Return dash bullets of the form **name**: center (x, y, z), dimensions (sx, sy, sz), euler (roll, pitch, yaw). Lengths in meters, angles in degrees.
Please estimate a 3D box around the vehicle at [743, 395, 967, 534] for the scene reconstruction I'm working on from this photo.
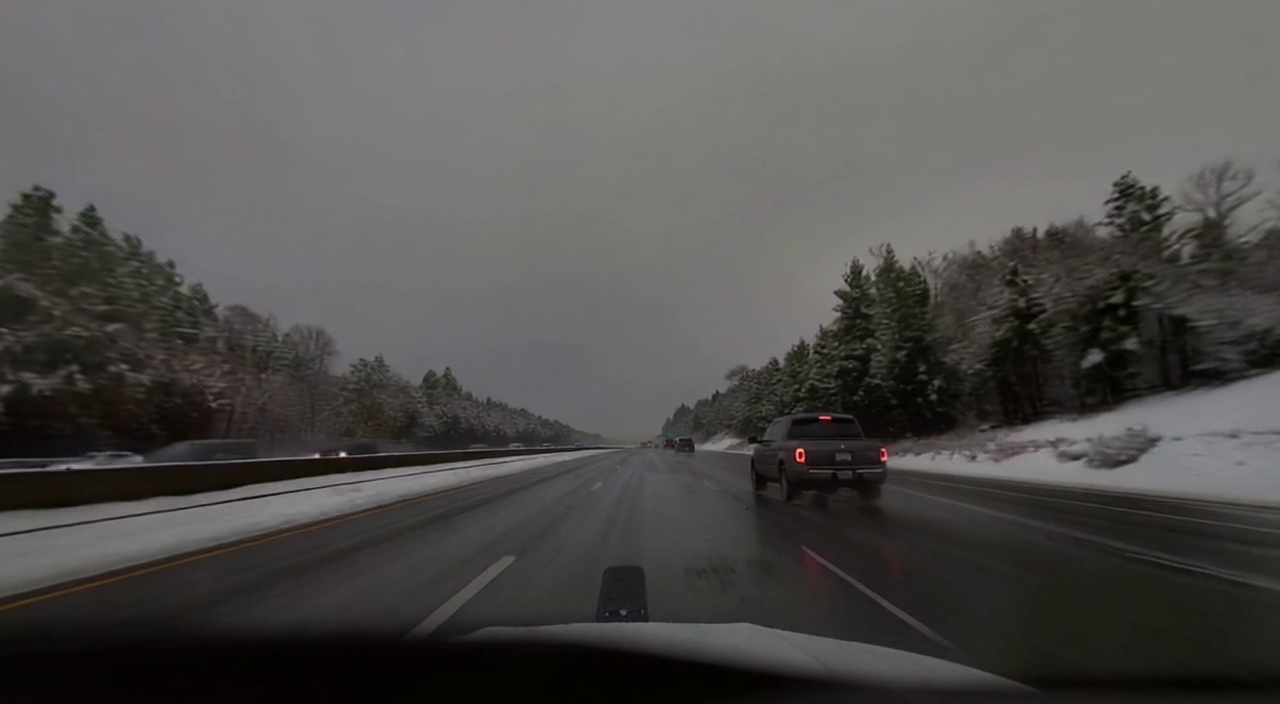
- **vehicle**: center (3.540, 2.021, 11.912), dimensions (2.218, 1.964, 5.662), euler (0, -8, 0)

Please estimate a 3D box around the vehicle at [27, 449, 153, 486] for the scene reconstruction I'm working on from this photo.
- **vehicle**: center (-24.506, 5.127, 28.326), dimensions (1.759, 1.476, 4.250), euler (0, -8, 1)

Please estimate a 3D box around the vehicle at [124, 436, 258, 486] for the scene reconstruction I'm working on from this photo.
- **vehicle**: center (-17.550, 4.269, 24.998), dimensions (1.914, 1.766, 4.501), euler (-1, -8, 1)

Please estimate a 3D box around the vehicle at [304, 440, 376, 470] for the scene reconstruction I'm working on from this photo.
- **vehicle**: center (-19.059, 6.540, 40.353), dimensions (2.094, 1.790, 4.848), euler (-1, -8, 3)
